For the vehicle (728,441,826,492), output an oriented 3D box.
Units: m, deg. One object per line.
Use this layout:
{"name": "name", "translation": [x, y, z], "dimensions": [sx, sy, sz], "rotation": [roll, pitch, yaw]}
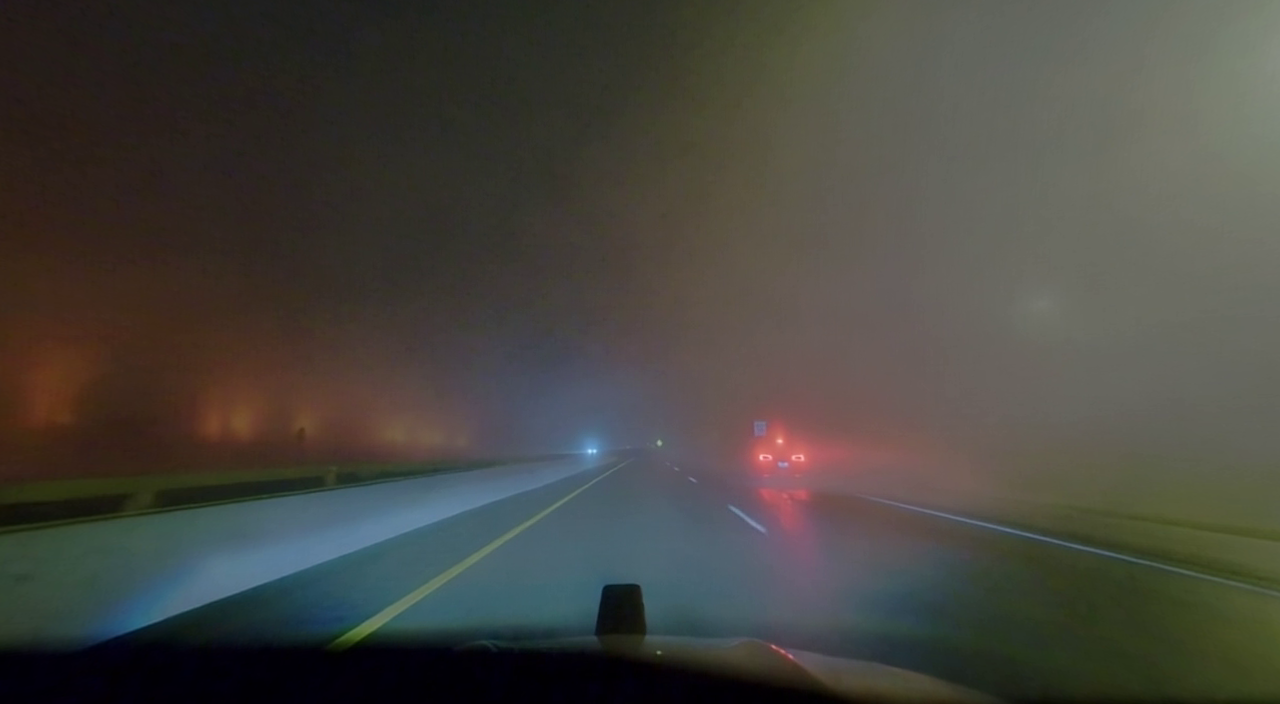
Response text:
{"name": "vehicle", "translation": [4.154, 3.527, 19.809], "dimensions": [2.124, 1.405, 4.398], "rotation": [0, -8, 0]}
